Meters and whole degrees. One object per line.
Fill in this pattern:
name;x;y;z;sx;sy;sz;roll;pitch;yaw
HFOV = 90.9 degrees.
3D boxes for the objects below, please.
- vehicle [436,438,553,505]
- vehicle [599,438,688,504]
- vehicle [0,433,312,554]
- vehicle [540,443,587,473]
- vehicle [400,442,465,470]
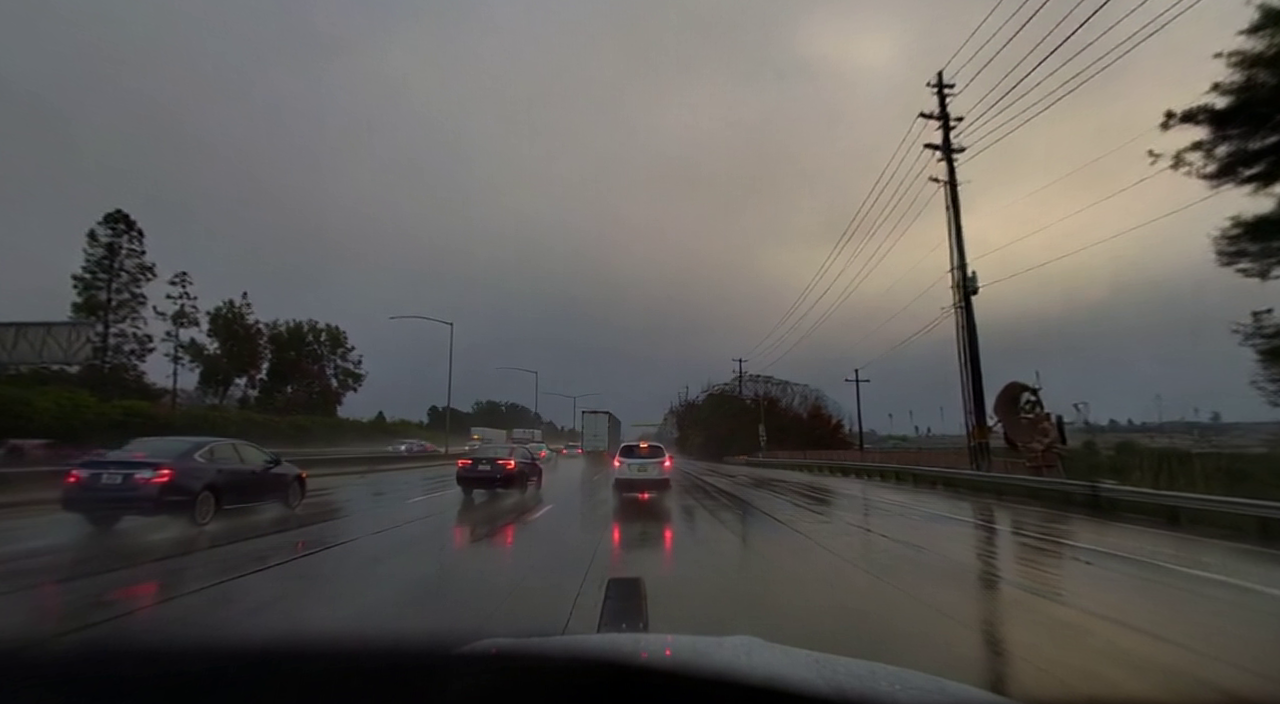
vehicle;-3.490;2.944;15.953;1.912;1.464;4.115;0;-9;1
vehicle;0.025;3.037;16.568;2.018;1.470;4.491;0;-9;-1
vehicle;-7.359;2.057;9.941;1.867;1.445;4.499;0;-9;1
vehicle;-3.911;5.483;32.826;2.013;1.437;3.801;0;-9;0
vehicle;-11.974;6.057;36.779;2.089;1.500;4.780;0;-9;1
